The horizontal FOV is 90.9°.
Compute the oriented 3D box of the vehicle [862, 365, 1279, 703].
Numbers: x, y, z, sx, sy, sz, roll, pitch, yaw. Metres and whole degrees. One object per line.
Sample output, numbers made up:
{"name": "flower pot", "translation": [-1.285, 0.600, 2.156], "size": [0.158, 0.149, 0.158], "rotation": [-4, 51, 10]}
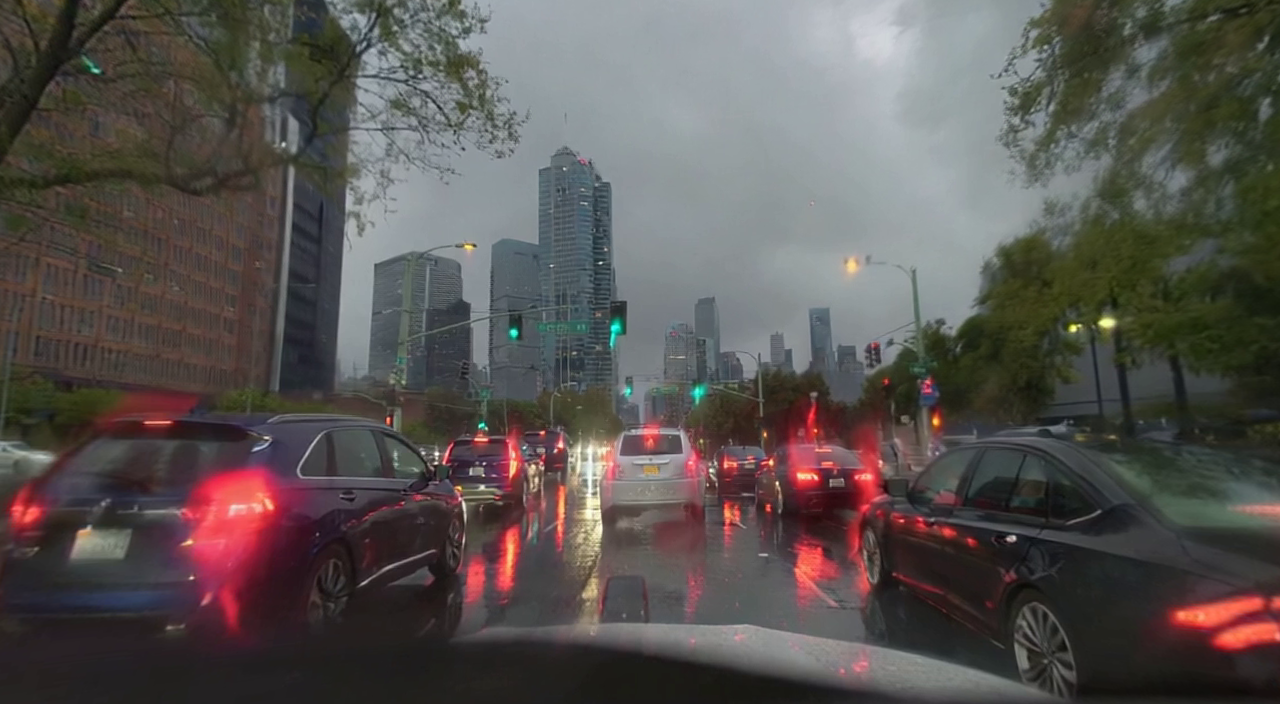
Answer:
{"name": "vehicle", "translation": [3.340, 1.155, 4.174], "size": [2.179, 1.631, 4.173], "rotation": [0, -8, 0]}

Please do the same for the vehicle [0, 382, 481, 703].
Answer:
{"name": "vehicle", "translation": [-3.122, 1.351, 5.574], "size": [2.181, 1.723, 4.550], "rotation": [0, -8, 1]}

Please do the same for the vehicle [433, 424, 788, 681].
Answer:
{"name": "vehicle", "translation": [-0.162, 1.436, 5.578], "size": [2.031, 1.461, 3.763], "rotation": [0, -8, 0]}
